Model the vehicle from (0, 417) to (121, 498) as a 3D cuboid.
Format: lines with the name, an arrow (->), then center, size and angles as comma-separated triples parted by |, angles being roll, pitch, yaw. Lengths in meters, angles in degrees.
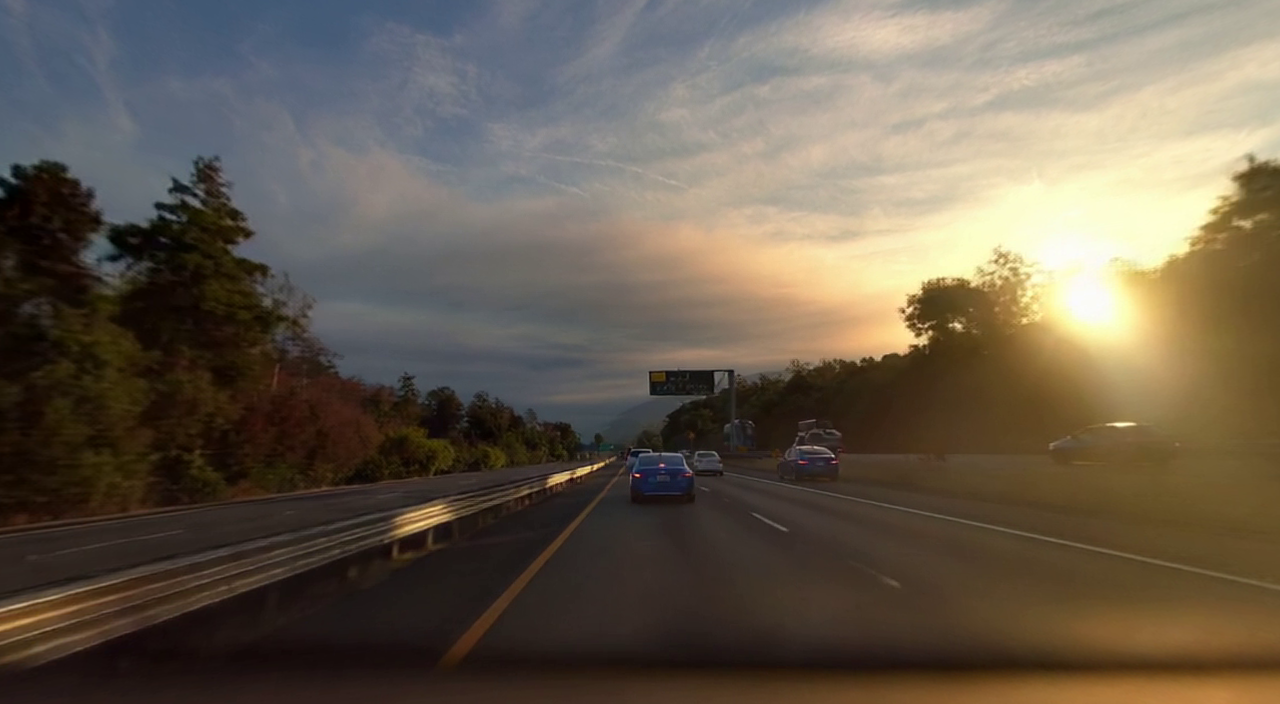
vehicle -> -33.300, 5.813, 34.583 | 2.902, 3.981, 7.819 | -3, -8, 0

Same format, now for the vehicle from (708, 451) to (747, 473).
vehicle -> 6.083, 7.699, 44.277 | 2.015, 1.454, 4.324 | 0, -9, -2

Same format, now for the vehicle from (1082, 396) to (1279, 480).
vehicle -> 31.780, 4.887, 35.070 | 2.822, 3.996, 14.073 | 1, -9, -6

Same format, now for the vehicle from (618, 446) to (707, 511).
vehicle -> 0.503, 3.253, 16.603 | 2.076, 1.485, 3.774 | 0, -9, 0

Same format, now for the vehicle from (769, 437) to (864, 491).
vehicle -> 6.539, 4.219, 23.947 | 2.177, 1.827, 4.565 | 0, -9, -1
